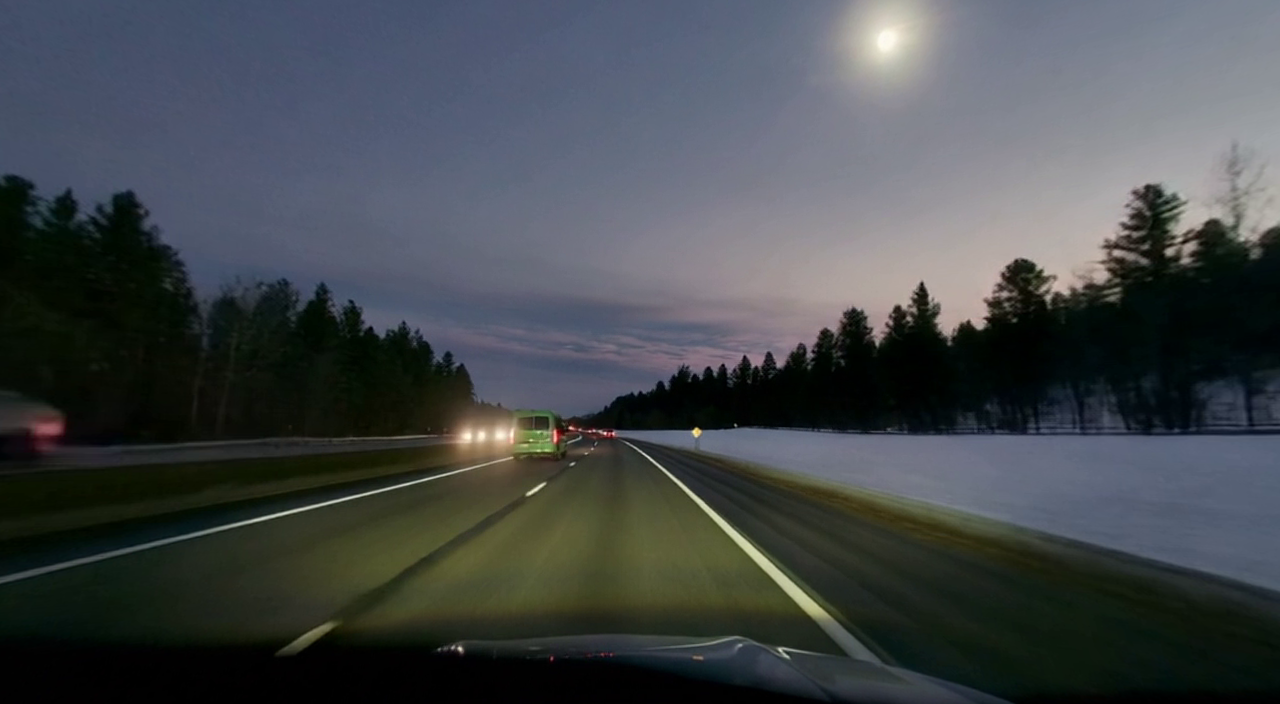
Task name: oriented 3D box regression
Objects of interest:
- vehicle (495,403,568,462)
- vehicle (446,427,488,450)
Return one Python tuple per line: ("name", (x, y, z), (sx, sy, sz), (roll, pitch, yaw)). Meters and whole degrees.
("vehicle", (-4.935, 3.809, 29.559), (2.561, 2.509, 5.465), (0, -8, -1))
("vehicle", (-12.820, 6.431, 46.797), (1.907, 1.590, 4.292), (1, -7, -1))
